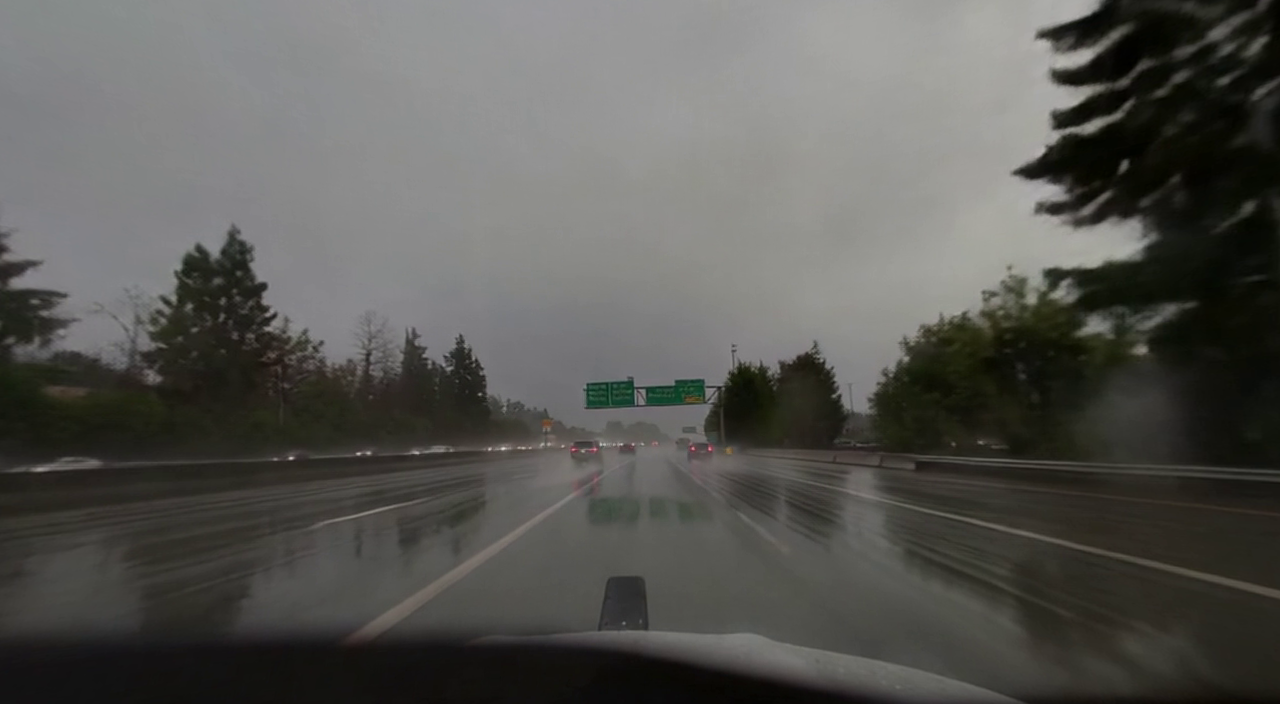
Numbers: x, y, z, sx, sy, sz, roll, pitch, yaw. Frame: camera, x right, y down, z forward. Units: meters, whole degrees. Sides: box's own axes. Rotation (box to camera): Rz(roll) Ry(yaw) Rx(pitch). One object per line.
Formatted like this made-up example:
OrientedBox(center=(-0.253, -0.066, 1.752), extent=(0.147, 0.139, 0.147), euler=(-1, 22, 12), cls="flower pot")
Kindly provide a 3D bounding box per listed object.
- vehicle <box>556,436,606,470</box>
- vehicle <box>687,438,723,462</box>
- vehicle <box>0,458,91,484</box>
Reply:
OrientedBox(center=(-3.168, 5.556, 34.926), extent=(2.196, 1.733, 4.355), euler=(-1, -8, 2), cls="vehicle")
OrientedBox(center=(4.843, 7.419, 47.900), extent=(2.229, 1.704, 4.392), euler=(0, -8, 0), cls="vehicle")
OrientedBox(center=(-34.406, 6.880, 36.604), extent=(1.816, 1.357, 3.577), euler=(0, -8, 1), cls="vehicle")
